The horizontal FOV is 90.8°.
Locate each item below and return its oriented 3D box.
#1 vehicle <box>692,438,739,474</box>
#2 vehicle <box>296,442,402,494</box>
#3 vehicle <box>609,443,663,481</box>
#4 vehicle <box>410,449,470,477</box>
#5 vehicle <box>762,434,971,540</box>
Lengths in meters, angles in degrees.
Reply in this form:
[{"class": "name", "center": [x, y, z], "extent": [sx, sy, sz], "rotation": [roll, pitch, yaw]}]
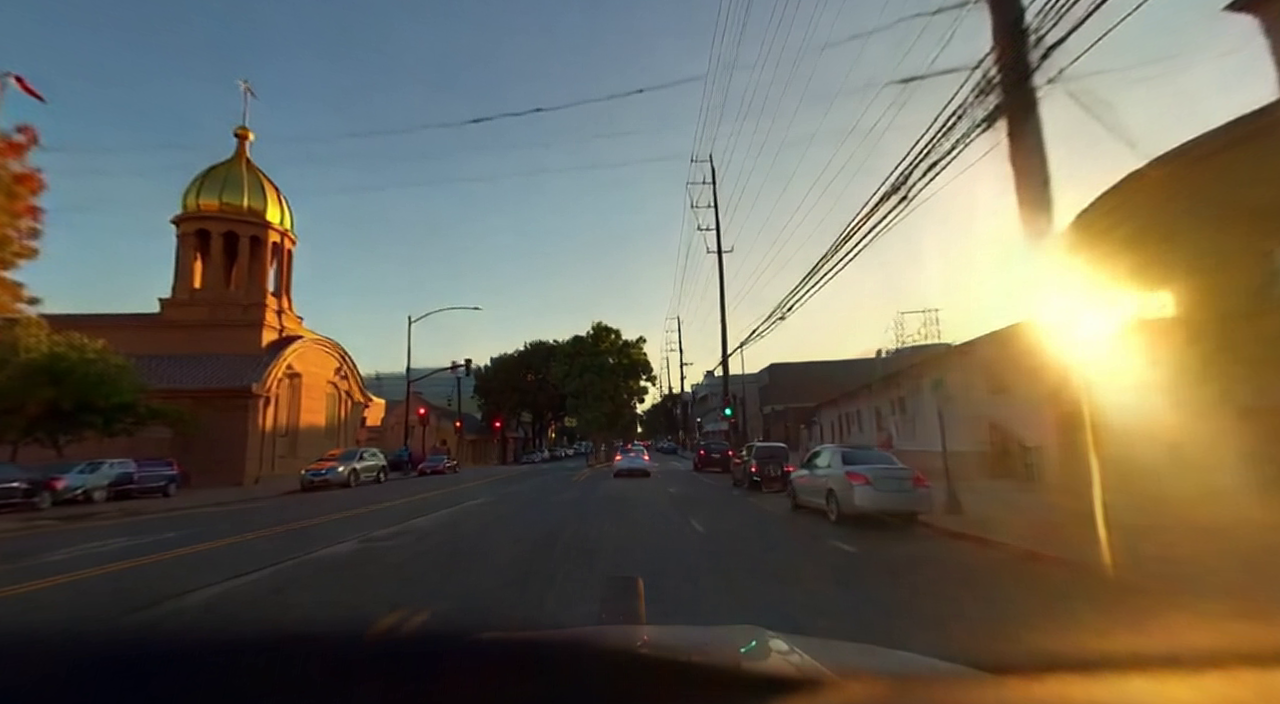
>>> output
[{"class": "vehicle", "center": [3.905, 5.459, 33.401], "extent": [2.015, 1.780, 4.261], "rotation": [0, -8, 1]}, {"class": "vehicle", "center": [-12.191, 4.850, 26.910], "extent": [2.071, 1.814, 5.185], "rotation": [-5, -8, 0]}, {"class": "vehicle", "center": [-0.186, 4.485, 26.100], "extent": [2.049, 1.453, 4.299], "rotation": [0, -8, -1]}, {"class": "vehicle", "center": [-11.978, 6.663, 38.166], "extent": [1.980, 1.502, 4.655], "rotation": [0, -8, 2]}, {"class": "vehicle", "center": [3.792, 2.328, 11.642], "extent": [1.944, 1.530, 4.539], "rotation": [1, -8, -3]}]
